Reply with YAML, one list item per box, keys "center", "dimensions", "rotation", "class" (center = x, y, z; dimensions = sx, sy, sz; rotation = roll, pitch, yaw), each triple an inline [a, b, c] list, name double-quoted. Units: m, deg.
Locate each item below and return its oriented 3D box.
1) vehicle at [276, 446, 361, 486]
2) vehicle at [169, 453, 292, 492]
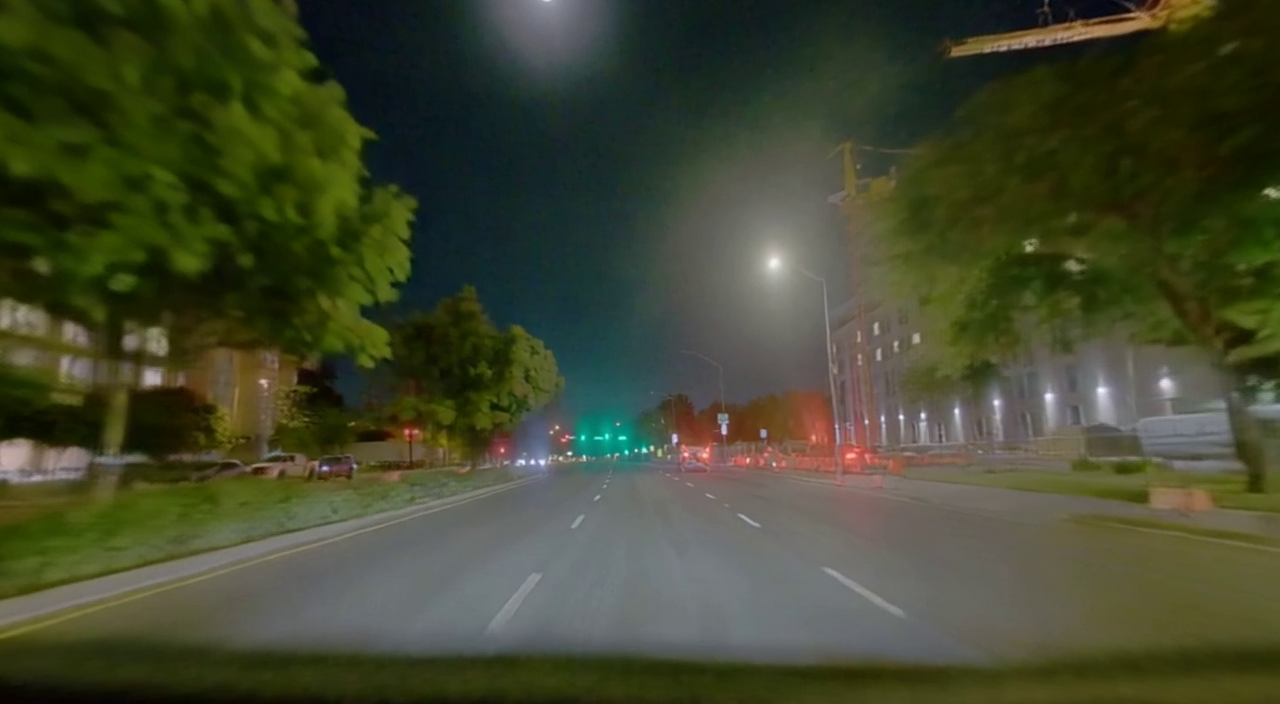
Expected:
- center: [-18.072, 6.429, 35.777]
  dimensions: [2.286, 2.069, 5.077]
  rotation: [1, -9, -3]
  class: "vehicle"
- center: [-21.801, 6.407, 33.929]
  dimensions: [2.328, 1.918, 5.628]
  rotation: [-1, -9, 7]
  class: "vehicle"
